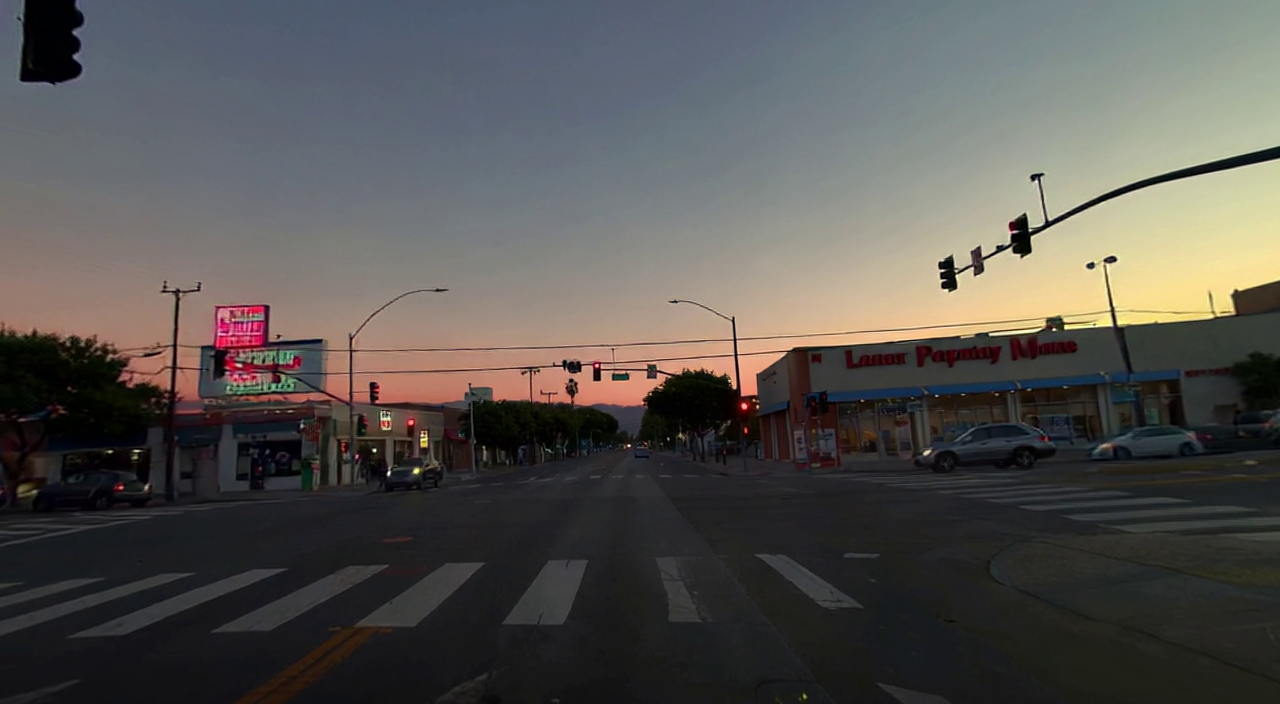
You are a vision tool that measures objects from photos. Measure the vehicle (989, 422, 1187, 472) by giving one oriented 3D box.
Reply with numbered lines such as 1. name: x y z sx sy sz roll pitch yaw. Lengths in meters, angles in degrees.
1. vehicle: 14.354 3.098 20.626 4.835 1.487 1.913 -4 -9 20

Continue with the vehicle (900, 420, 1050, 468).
1. vehicle: 13.013 3.652 24.948 4.916 1.730 1.986 -4 -9 21

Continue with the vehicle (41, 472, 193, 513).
1. vehicle: -21.163 5.678 25.653 4.676 1.463 1.909 -1 -8 6
